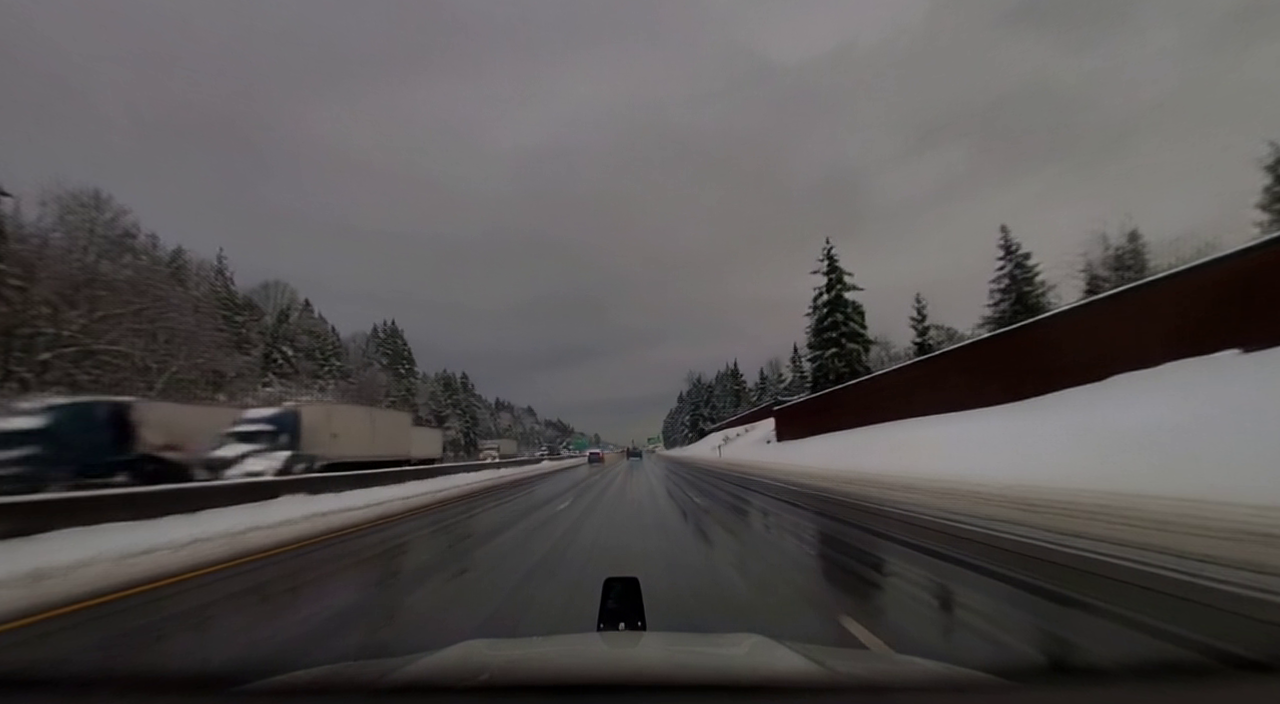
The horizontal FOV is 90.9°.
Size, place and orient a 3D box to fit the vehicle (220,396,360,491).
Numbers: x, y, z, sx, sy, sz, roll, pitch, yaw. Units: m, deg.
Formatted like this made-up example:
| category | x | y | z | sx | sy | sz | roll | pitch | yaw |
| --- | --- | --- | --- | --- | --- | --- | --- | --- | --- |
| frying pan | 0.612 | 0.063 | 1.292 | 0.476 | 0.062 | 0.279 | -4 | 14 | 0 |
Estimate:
| category | x | y | z | sx | sy | sz | roll | pitch | yaw |
| --- | --- | --- | --- | --- | --- | --- | --- | --- | --- |
| vehicle | -16.201 | 4.336 | 29.823 | 2.980 | 4.025 | 6.140 | 0 | -9 | -1 |

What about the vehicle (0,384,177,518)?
| category | x | y | z | sx | sy | sz | roll | pitch | yaw |
| --- | --- | --- | --- | --- | --- | --- | --- | --- | --- |
| vehicle | -19.949 | 3.346 | 21.582 | 3.025 | 3.867 | 6.475 | 0 | -9 | 0 |

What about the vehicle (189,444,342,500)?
| category | x | y | z | sx | sy | sz | roll | pitch | yaw |
| --- | --- | --- | --- | --- | --- | --- | --- | --- | --- |
| vehicle | -11.246 | 3.612 | 19.400 | 1.910 | 1.506 | 4.487 | 0 | -9 | 0 |
